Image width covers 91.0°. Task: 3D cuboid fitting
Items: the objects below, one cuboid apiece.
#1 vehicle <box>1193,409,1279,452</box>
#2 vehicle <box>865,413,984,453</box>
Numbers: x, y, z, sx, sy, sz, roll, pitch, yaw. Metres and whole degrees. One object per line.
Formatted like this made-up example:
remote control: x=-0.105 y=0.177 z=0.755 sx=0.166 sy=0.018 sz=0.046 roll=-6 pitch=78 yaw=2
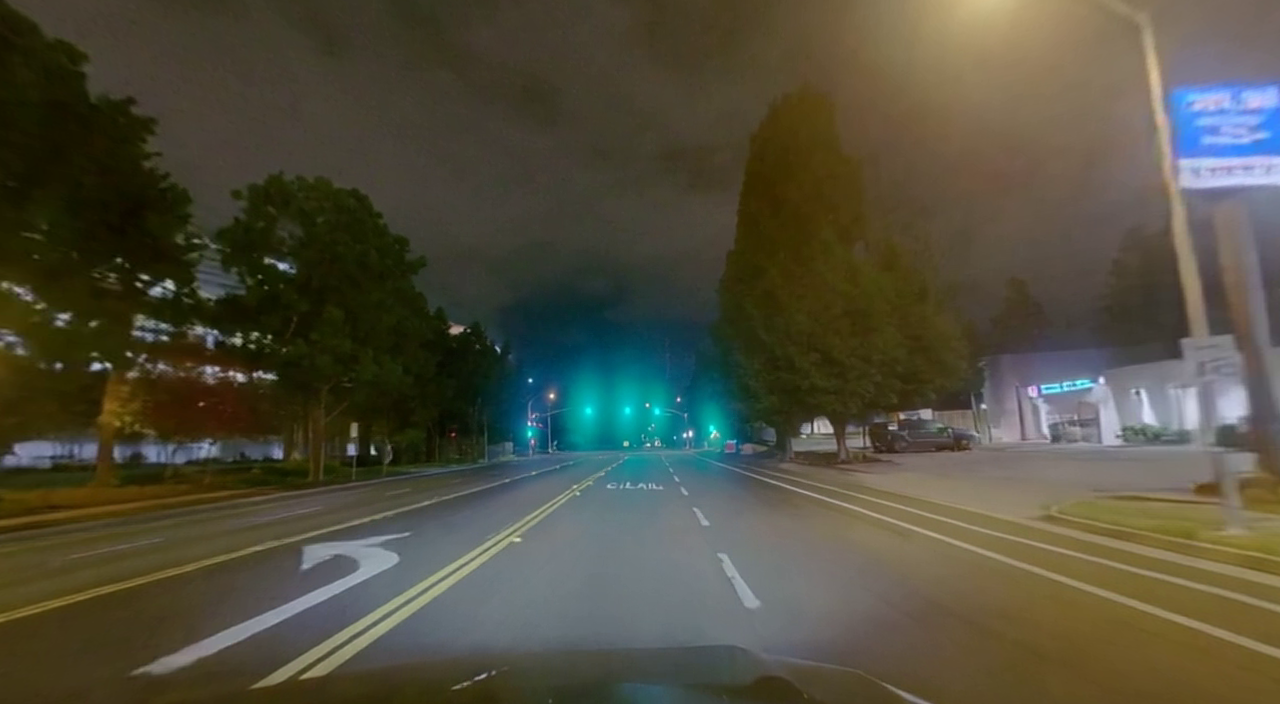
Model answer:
vehicle: x=24.003 y=2.972 z=23.627 sx=1.943 sy=1.531 sz=4.579 roll=1 pitch=-8 yaw=-8
vehicle: x=16.015 y=4.618 z=35.723 sx=5.546 sy=2.117 sz=2.443 roll=0 pitch=-8 yaw=0
